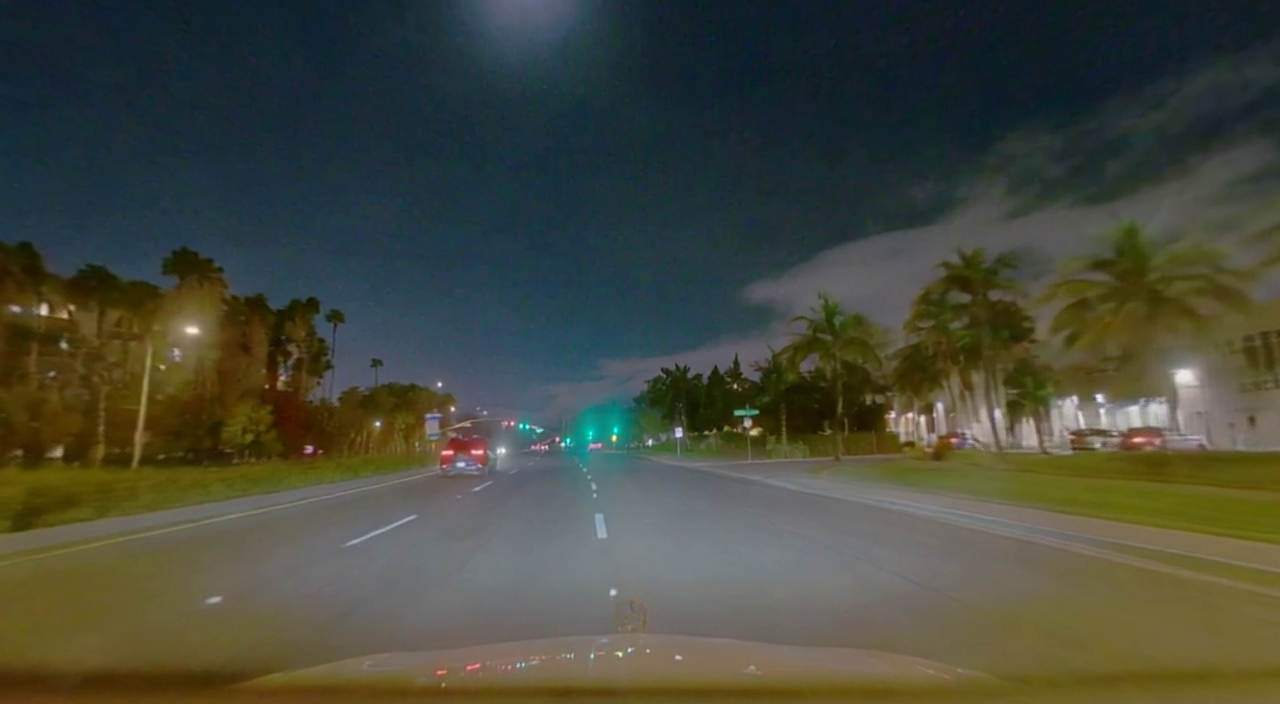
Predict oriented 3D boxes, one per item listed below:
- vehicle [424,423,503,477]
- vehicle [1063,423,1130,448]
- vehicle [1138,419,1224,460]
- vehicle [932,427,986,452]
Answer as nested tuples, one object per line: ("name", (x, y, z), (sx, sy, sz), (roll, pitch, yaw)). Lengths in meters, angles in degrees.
("vehicle", (-7.876, 4.475, 28.725), (2.507, 2.161, 6.049), (1, -9, -7))
("vehicle", (35.158, 6.429, 48.239), (6.133, 1.800, 2.631), (7, -11, -40))
("vehicle", (25.499, 4.164, 29.529), (4.520, 1.746, 2.295), (8, -12, -41))
("vehicle", (23.972, 6.604, 47.052), (4.646, 1.768, 1.990), (8, -12, -42))
